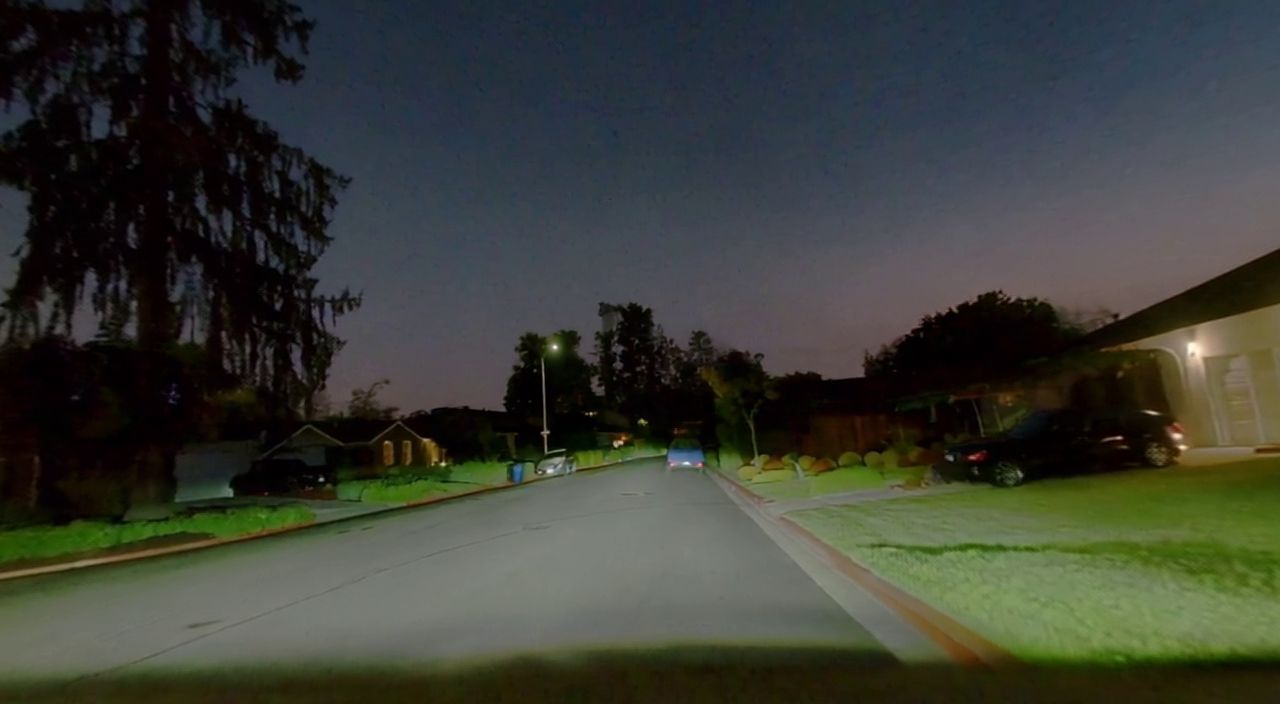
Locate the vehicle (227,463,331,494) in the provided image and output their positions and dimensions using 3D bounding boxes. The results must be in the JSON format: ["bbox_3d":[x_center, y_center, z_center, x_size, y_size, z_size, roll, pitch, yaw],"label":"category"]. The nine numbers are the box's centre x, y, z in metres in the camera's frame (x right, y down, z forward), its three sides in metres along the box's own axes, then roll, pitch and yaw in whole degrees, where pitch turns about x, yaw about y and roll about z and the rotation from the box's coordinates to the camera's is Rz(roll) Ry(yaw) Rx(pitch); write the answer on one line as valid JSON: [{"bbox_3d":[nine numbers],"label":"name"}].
[{"bbox_3d":[-19.142,6.715,33.593,4.404,1.495,1.844,-1,-9,4],"label":"vehicle"}]

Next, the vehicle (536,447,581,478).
[{"bbox_3d":[-5.573,7.608,43.763,2.208,1.834,4.675,-5,-9,2],"label":"vehicle"}]

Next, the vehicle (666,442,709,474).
[{"bbox_3d":[2.453,5.584,33.479,2.005,1.553,3.984,-1,-9,1],"label":"vehicle"}]
